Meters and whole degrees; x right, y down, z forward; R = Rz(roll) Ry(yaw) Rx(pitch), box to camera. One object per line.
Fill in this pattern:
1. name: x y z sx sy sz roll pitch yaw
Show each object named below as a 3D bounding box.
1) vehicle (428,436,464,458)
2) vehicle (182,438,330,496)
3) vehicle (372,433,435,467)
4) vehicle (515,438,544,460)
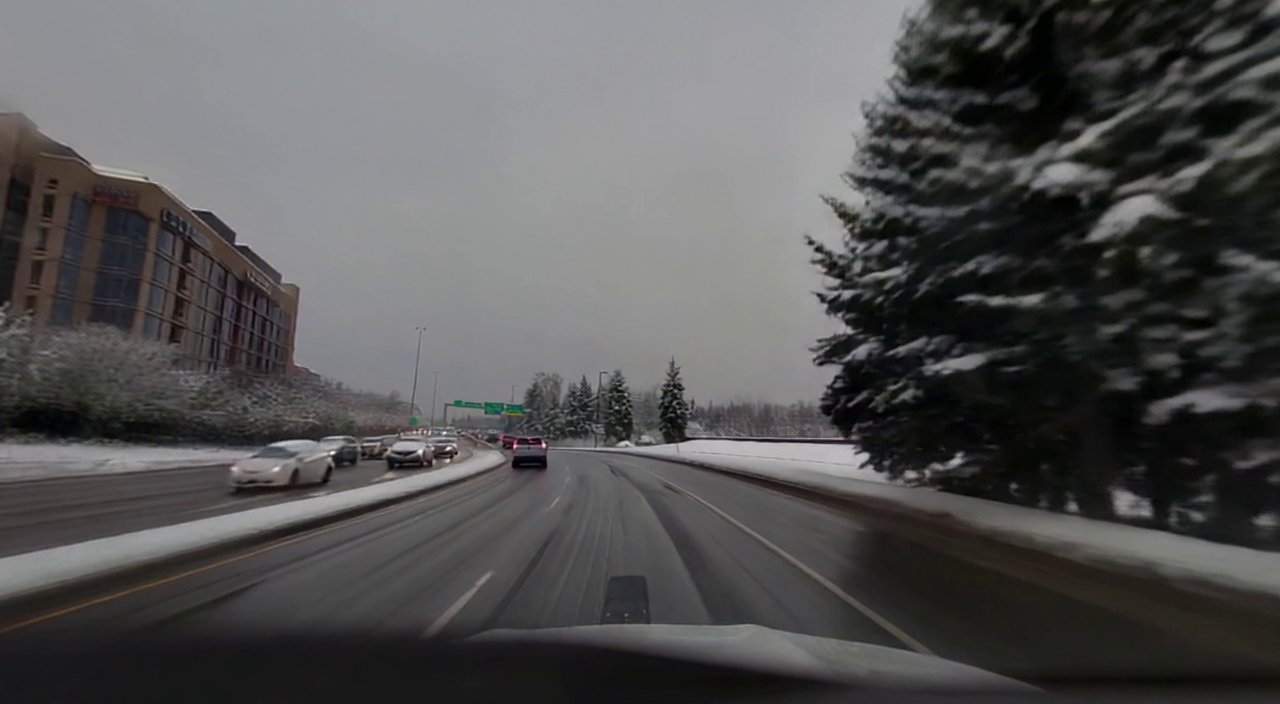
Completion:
1. vehicle: -14.381 7.106 46.998 1.897 1.538 4.033 1 -9 -8
2. vehicle: -10.931 3.266 18.350 1.902 1.468 4.103 0 -8 -4
3. vehicle: -12.702 5.280 34.186 2.028 1.675 4.870 1 -8 -6
4. vehicle: -7.933 7.009 45.522 1.885 1.469 4.211 1 -8 -8
